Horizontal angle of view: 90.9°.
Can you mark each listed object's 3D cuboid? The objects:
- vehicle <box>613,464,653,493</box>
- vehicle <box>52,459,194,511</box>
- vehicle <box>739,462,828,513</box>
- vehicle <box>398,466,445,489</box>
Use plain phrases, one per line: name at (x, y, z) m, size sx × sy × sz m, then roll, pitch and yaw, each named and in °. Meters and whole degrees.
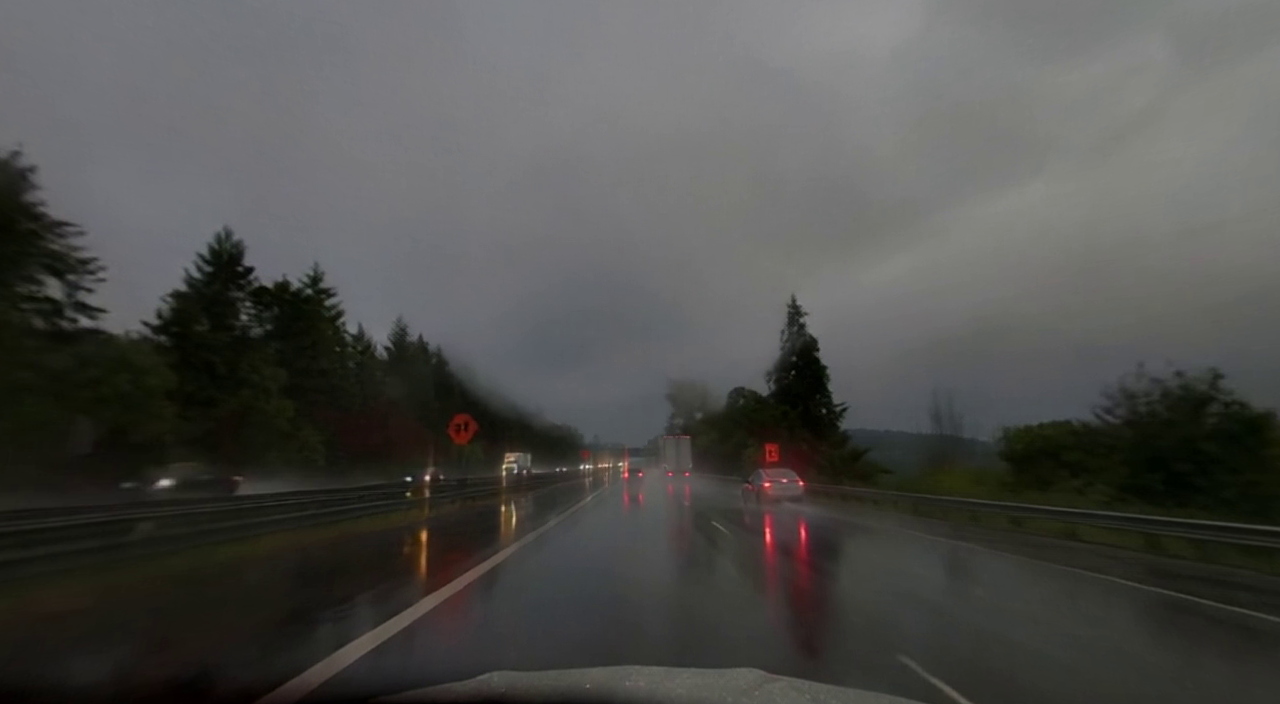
vehicle at (-0.397, 6.861, 34.283) m, size 2.010 × 1.436 × 3.973 m, roll 1°, pitch -10°, yaw -1°
vehicle at (-19.974, 5.136, 24.620) m, size 1.911 × 1.773 × 4.182 m, roll 1°, pitch -10°, yaw 0°
vehicle at (4.658, 4.489, 21.153) m, size 1.897 × 1.476 × 4.334 m, roll 1°, pitch -10°, yaw -1°
vehicle at (-16.561, 9.511, 47.971) m, size 1.910 × 1.585 × 4.351 m, roll 1°, pitch -10°, yaw 0°
